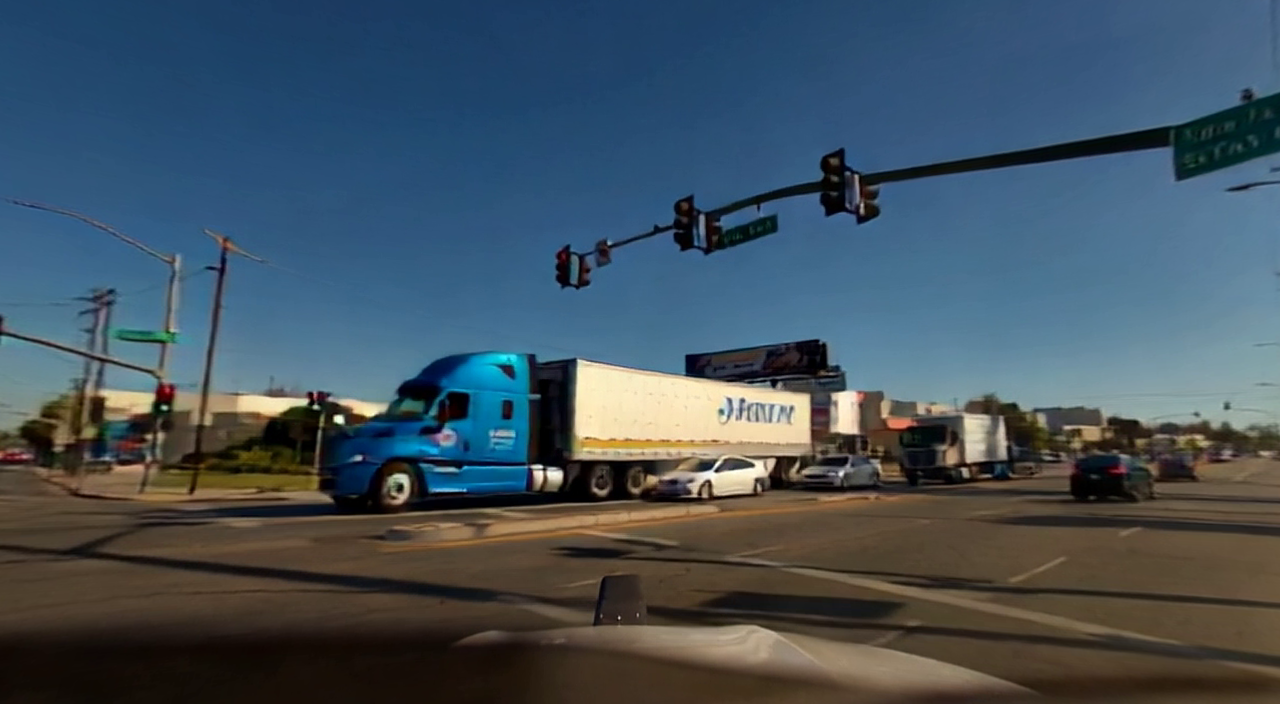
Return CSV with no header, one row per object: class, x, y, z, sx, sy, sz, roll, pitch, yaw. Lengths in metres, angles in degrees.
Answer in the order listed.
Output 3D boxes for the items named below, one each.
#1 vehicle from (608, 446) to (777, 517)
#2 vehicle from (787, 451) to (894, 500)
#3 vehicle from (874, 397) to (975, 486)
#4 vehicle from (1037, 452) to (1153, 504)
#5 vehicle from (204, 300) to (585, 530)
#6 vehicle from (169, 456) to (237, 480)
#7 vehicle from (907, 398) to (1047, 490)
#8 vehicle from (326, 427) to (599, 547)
vehicle,1.623,3.610,18.095,4.958,1.510,1.949,5,-12,-44
vehicle,7.818,4.710,24.438,4.443,1.512,1.919,5,-12,-44
vehicle,13.624,4.288,30.335,3.372,3.903,3.027,7,-12,-42
vehicle,15.091,4.057,20.856,5.114,1.492,2.040,8,-12,-43
vehicle,-5.541,1.753,15.912,8.167,4.352,3.029,9,-13,-44
vehicle,-33.157,8.756,48.010,3.909,1.655,1.754,8,-12,-42
vehicle,17.921,4.763,33.300,9.012,4.193,3.434,6,-11,-43
vehicle,-3.553,2.680,13.396,2.200,1.893,5.079,-12,-12,43
